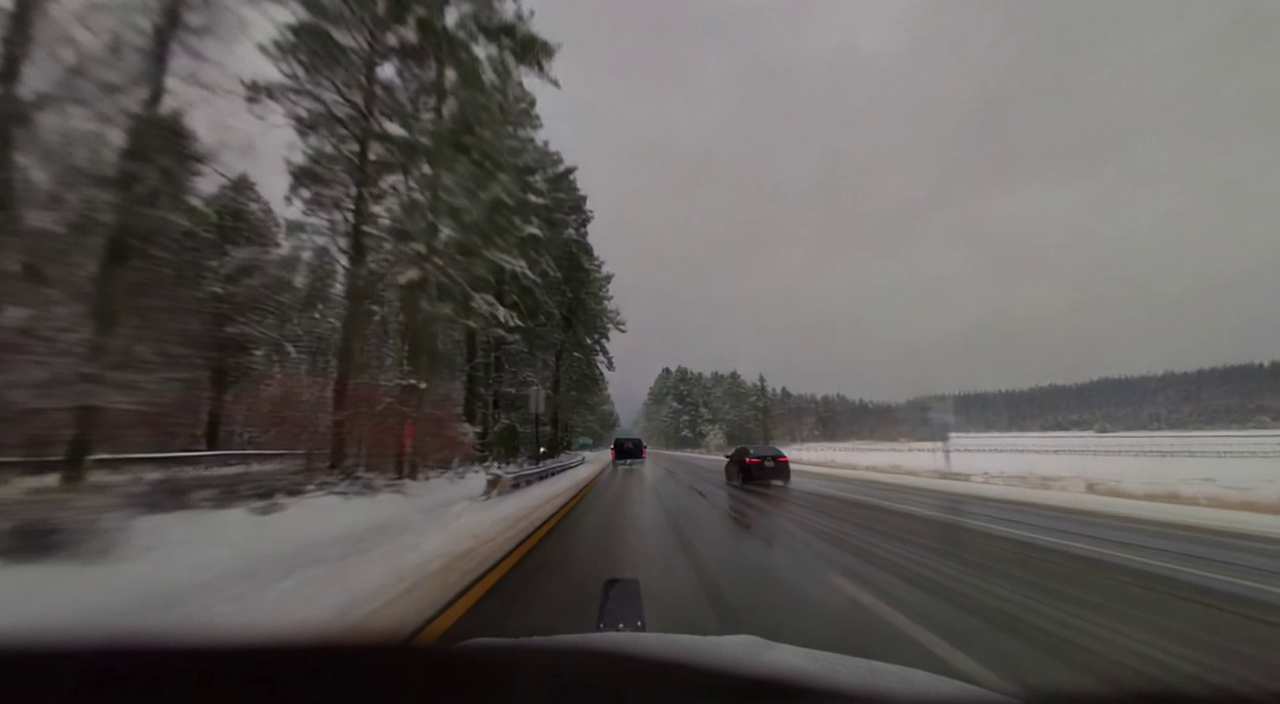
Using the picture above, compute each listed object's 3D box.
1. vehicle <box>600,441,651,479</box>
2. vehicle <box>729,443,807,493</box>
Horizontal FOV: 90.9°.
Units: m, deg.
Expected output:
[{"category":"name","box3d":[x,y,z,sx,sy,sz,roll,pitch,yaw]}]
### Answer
[{"category":"vehicle","box3d":[-0.629,4.858,28.483,2.120,1.575,4.018,0,-9,0]},{"category":"vehicle","box3d":[4.057,3.731,20.522,1.757,1.459,3.398,0,-9,-1]}]
